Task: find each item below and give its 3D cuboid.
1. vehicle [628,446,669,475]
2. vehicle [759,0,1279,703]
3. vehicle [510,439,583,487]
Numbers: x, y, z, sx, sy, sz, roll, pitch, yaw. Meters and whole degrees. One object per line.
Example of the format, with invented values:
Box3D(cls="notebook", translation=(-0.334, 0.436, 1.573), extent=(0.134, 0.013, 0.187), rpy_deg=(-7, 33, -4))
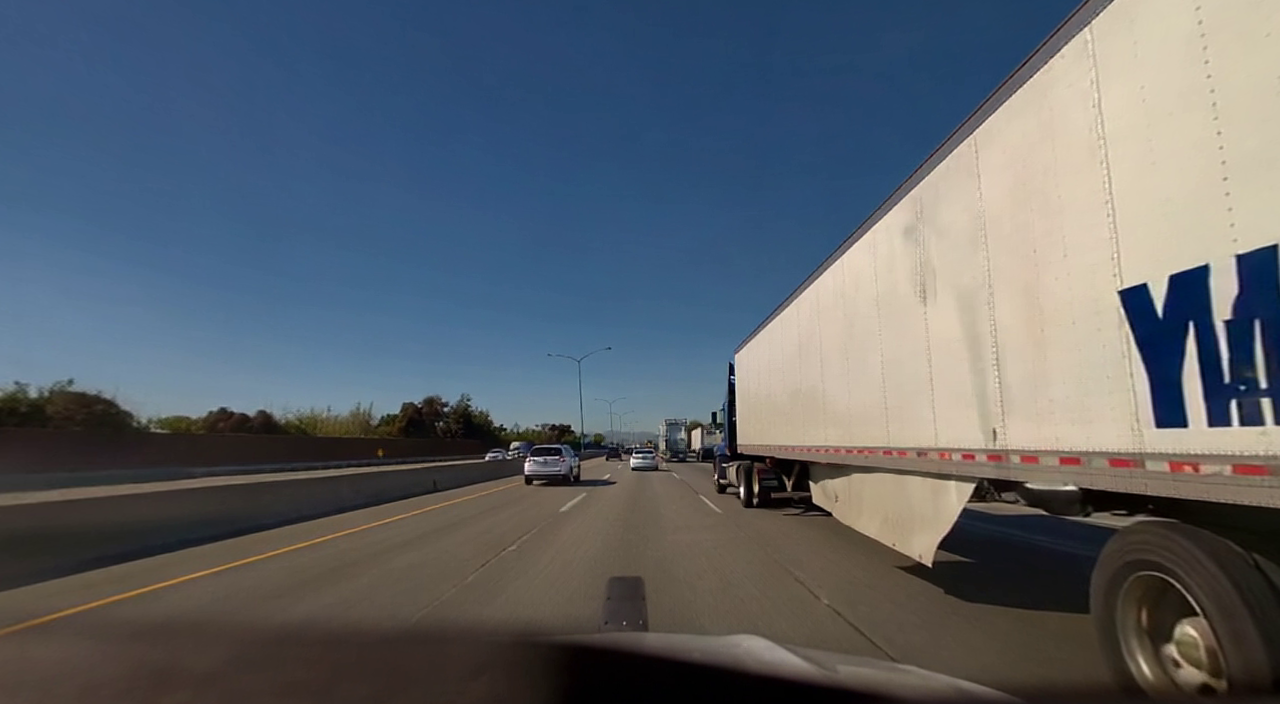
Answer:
Box3D(cls="vehicle", translation=(0.435, 5.859, 34.346), extent=(2.063, 1.469, 4.208), rpy_deg=(0, -9, 0))
Box3D(cls="vehicle", translation=(3.878, 0.303, 6.879), extent=(2.821, 4.077, 12.562), rpy_deg=(0, -9, 1))
Box3D(cls="vehicle", translation=(-3.649, 4.452, 25.690), extent=(2.091, 1.722, 4.974), rpy_deg=(-1, -9, 2))
